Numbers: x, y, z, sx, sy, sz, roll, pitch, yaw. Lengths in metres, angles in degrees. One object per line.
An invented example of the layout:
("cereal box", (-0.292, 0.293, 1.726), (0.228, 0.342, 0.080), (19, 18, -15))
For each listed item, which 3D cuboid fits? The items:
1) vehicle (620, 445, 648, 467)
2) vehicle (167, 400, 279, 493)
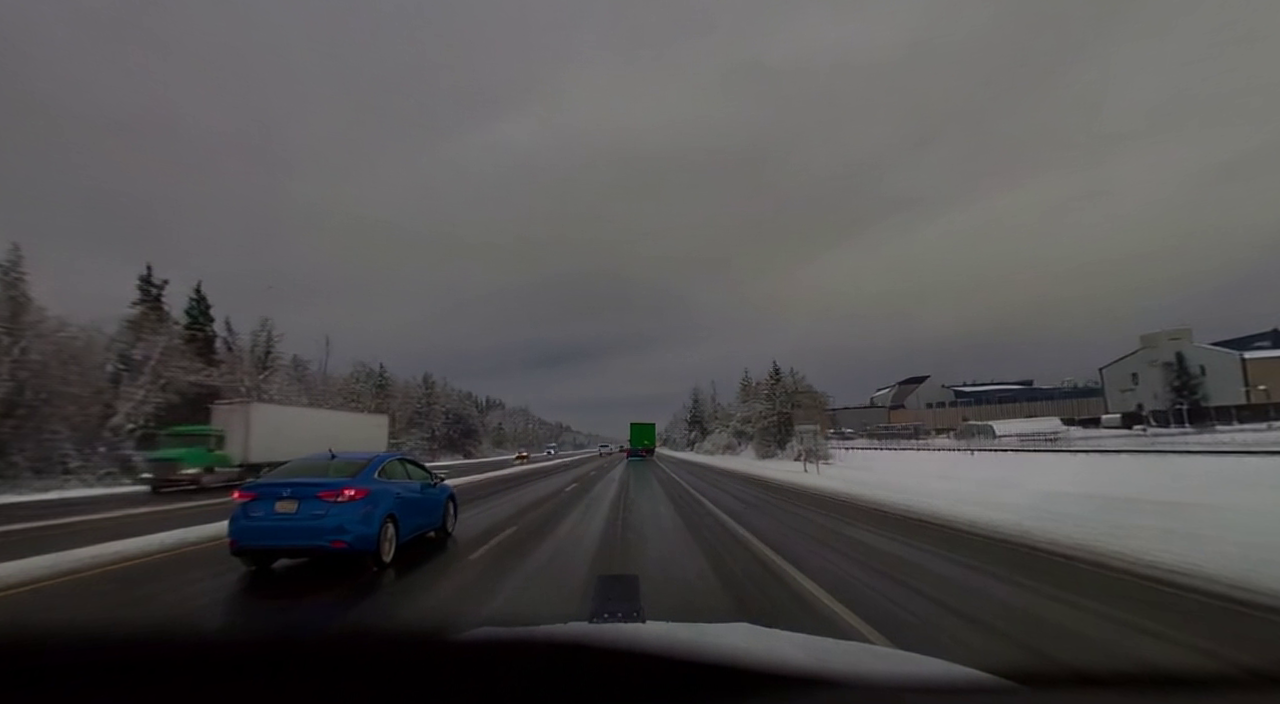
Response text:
("vehicle", (-0.429, 7.897, 47.784), (2.094, 1.559, 3.945), (0, -9, 0))
("vehicle", (-19.134, 4.362, 29.129), (2.971, 4.001, 2.802), (-1, -9, 2))
